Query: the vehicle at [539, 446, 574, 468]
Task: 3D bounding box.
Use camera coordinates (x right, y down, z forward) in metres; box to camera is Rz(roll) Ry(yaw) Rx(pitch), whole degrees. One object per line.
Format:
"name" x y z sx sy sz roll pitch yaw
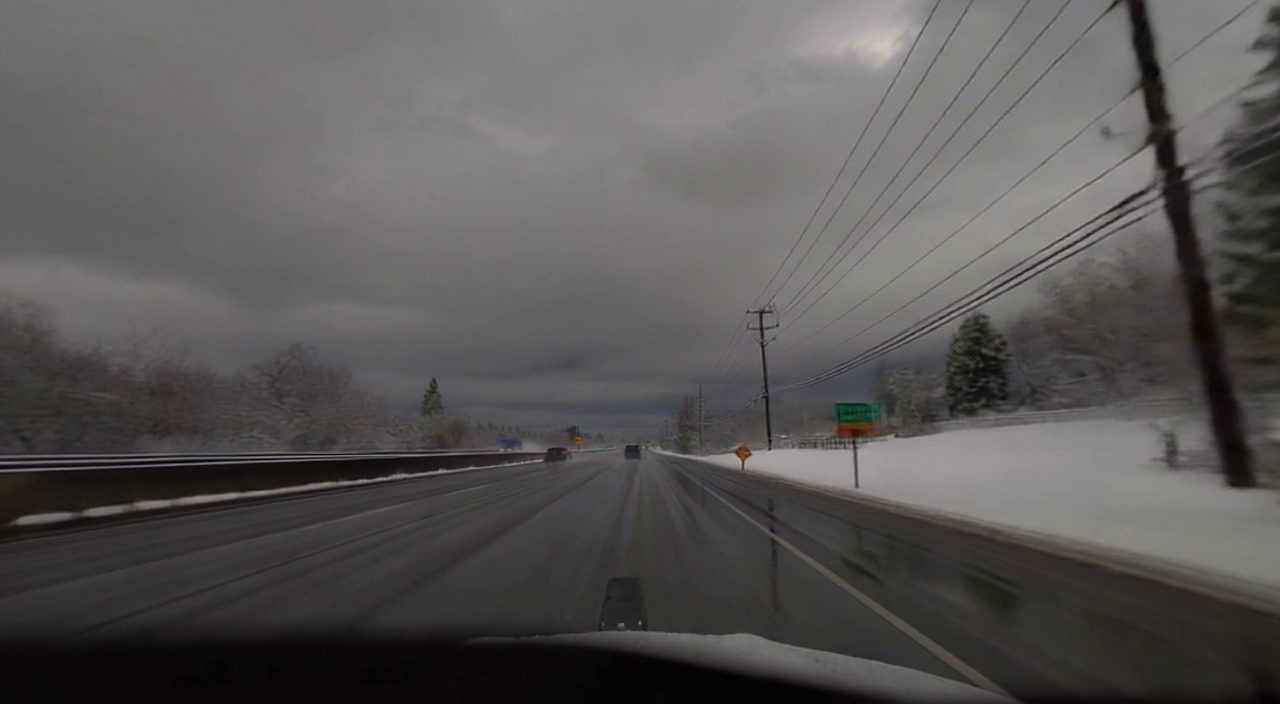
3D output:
"vehicle" -5.952 7.558 45.323 1.911 1.491 3.624 0 -9 2
